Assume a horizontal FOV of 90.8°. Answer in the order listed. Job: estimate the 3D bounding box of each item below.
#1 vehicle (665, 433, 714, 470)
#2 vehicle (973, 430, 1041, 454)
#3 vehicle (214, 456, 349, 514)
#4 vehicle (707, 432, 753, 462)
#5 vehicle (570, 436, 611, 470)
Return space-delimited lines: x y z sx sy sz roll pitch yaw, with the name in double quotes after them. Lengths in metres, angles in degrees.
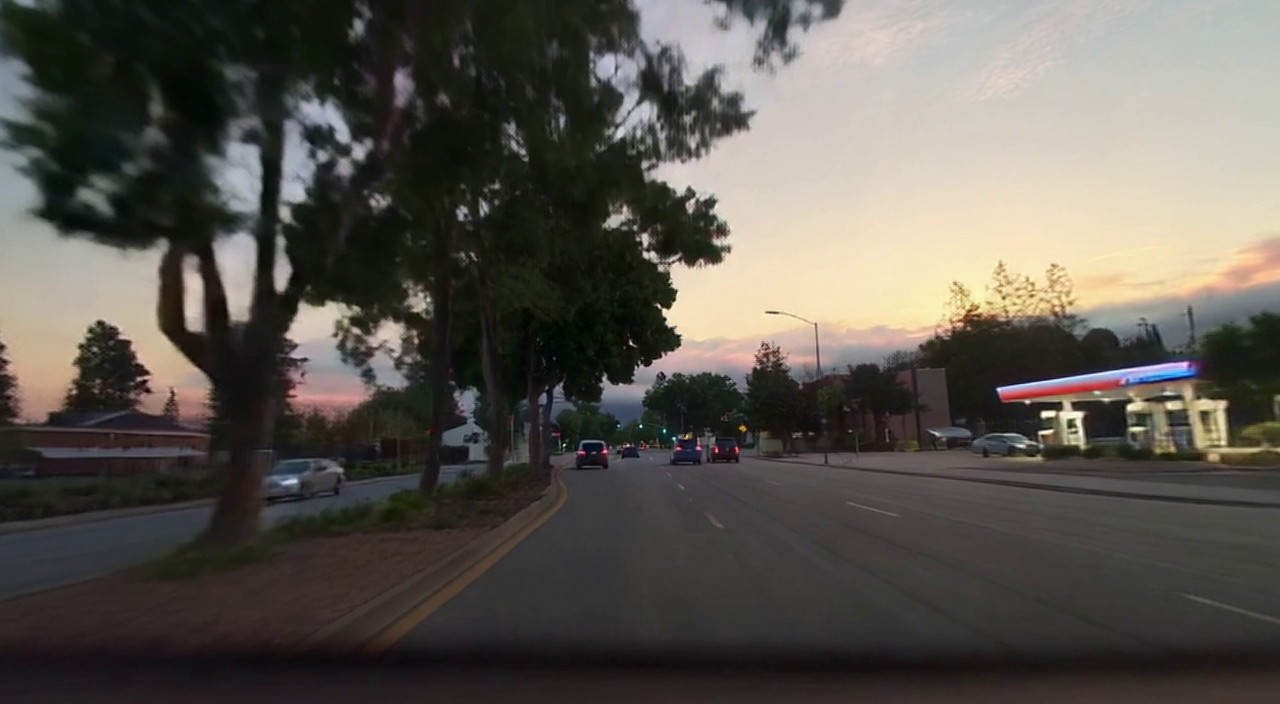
2.584 5.372 34.244 2.140 1.800 4.660 0 -8 -2 "vehicle"
24.199 5.971 41.879 1.805 1.460 4.326 0 -8 -2 "vehicle"
-11.943 4.416 21.477 1.934 1.674 4.445 0 -8 1 "vehicle"
6.865 7.338 48.799 2.510 2.176 5.527 0 -8 -2 "vehicle"
-2.958 5.964 37.471 2.261 1.820 4.255 1 -8 -5 "vehicle"
